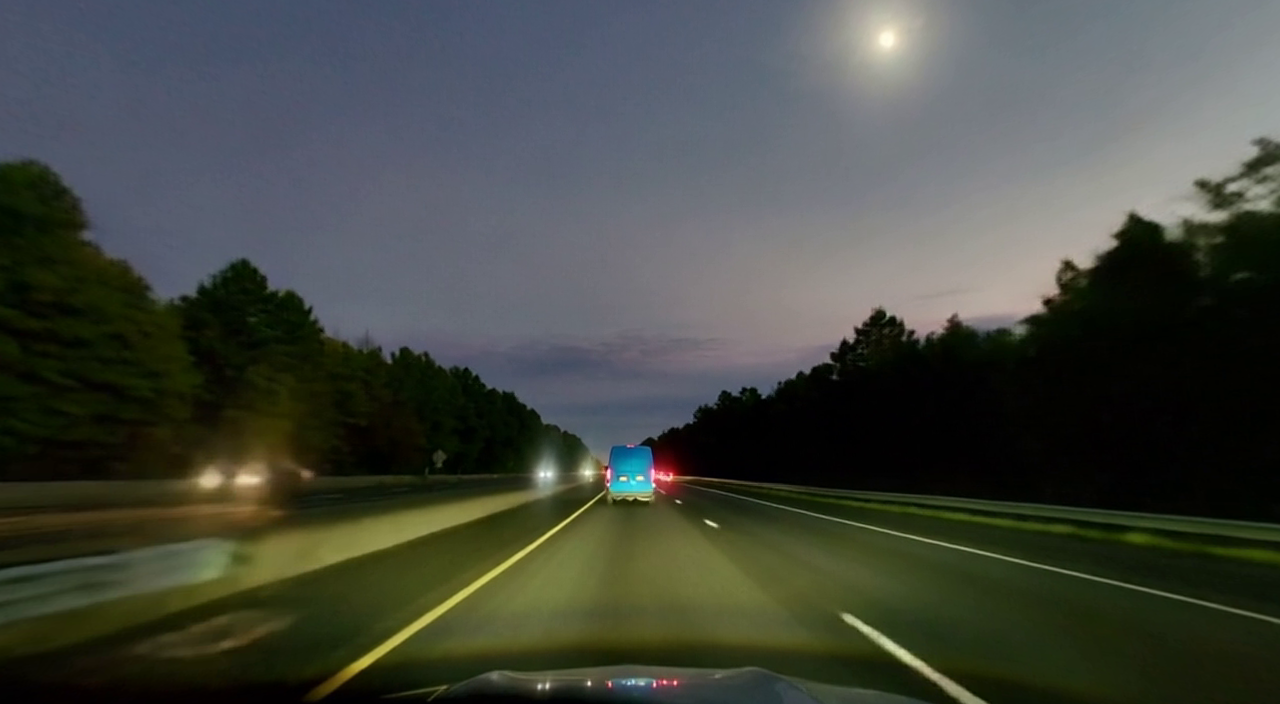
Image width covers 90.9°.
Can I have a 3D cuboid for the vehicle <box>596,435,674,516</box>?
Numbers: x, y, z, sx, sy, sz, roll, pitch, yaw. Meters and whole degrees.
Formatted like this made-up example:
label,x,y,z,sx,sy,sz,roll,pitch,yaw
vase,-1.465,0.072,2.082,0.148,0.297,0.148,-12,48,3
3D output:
label,x,y,z,sx,sy,sz,roll,pitch,yaw
vehicle,-0.268,4.355,22.503,2.375,2.432,6.161,1,-10,-2
